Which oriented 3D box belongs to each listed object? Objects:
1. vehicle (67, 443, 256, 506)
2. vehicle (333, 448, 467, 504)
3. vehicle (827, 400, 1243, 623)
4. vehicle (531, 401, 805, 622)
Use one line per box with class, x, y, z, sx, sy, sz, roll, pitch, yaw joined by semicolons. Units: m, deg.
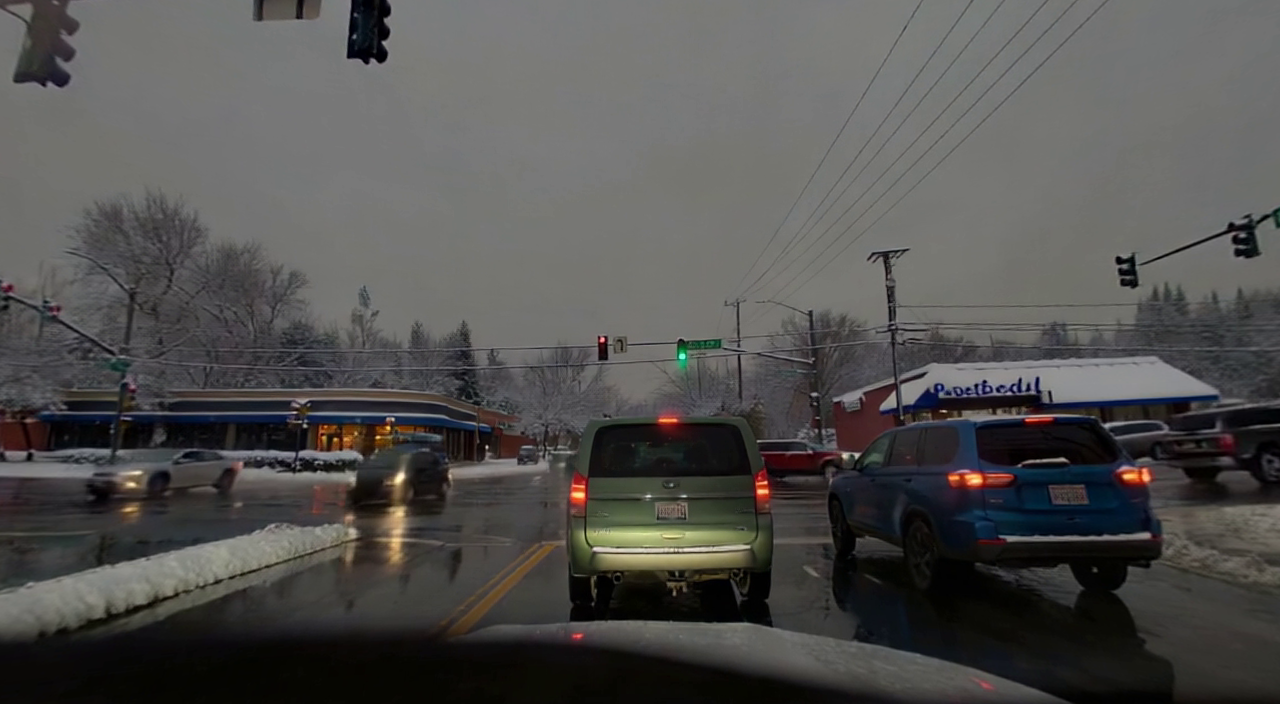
vehicle;-14.473;3.681;19.540;1.943;1.680;4.709;-1;-8;4
vehicle;-7.158;3.736;19.471;2.017;1.468;4.663;-1;-8;4
vehicle;3.614;1.514;6.945;1.976;1.664;4.189;-1;-8;3
vehicle;0.265;1.505;6.823;2.098;1.682;3.778;0;-8;2
